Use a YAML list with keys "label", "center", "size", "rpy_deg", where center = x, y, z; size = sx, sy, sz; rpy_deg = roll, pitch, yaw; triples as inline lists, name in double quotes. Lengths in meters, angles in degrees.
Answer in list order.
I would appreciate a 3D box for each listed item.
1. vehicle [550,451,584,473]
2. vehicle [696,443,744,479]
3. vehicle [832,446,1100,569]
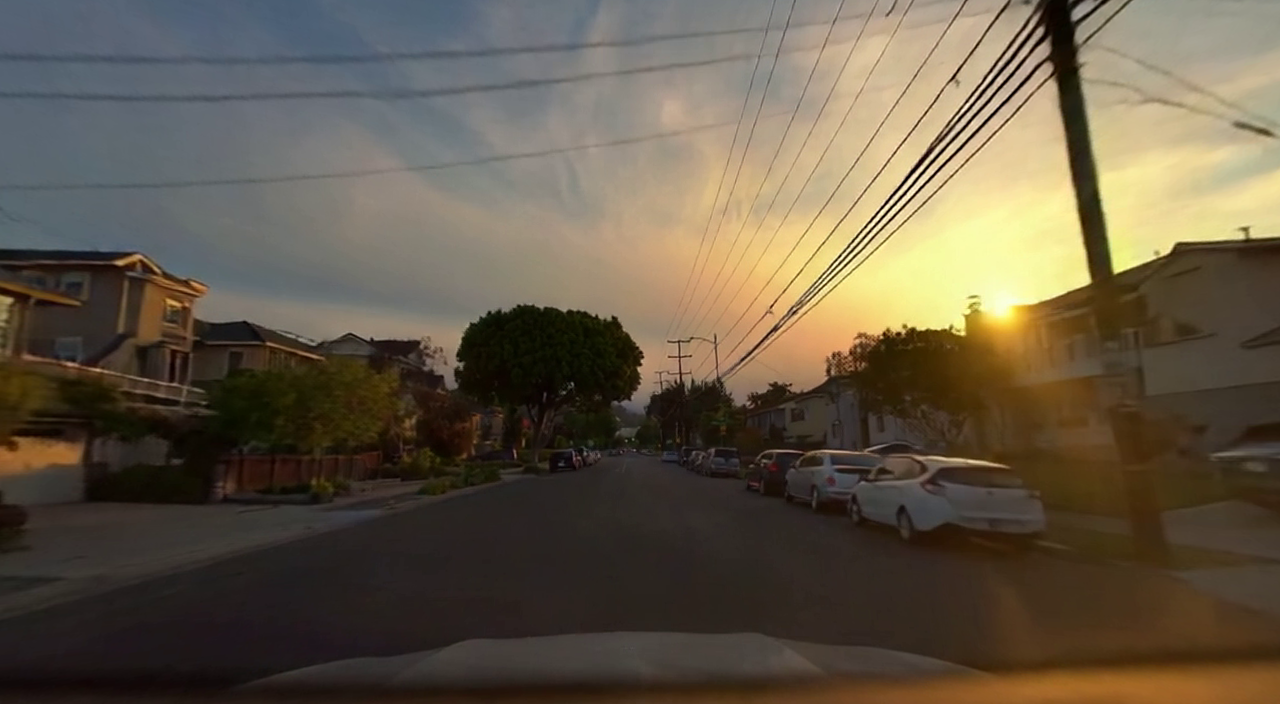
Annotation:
- label: "vehicle"
  center: [-5.465, 8.241, 47.404]
  size: [2.031, 1.468, 4.165]
  rpy_deg: [-2, -9, 0]
- label: "vehicle"
  center: [4.502, 6.212, 36.239]
  size: [2.086, 1.885, 4.323]
  rpy_deg: [0, -9, -1]
- label: "vehicle"
  center: [4.670, 2.240, 10.024]
  size: [1.859, 1.469, 4.550]
  rpy_deg: [0, -9, 1]
